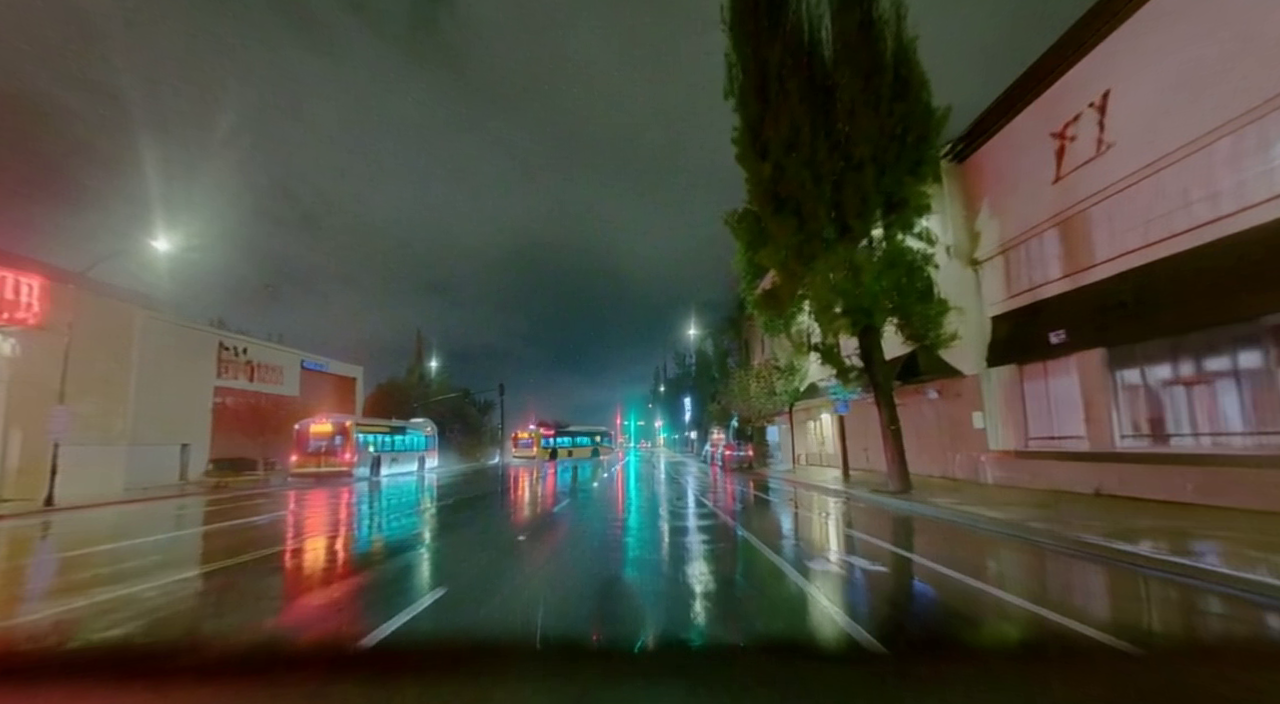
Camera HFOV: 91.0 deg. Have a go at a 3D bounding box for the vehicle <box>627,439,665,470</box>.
[{"bbox_3d":[0.310,6.131,37.866,2.089,1.699,4.650,1,-9,-1],"label":"vehicle"}]

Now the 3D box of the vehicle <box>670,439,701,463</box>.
[{"bbox_3d":[3.337,7.421,47.075,2.222,1.688,3.952,0,-9,3],"label":"vehicle"}]

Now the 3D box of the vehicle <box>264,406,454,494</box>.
[{"bbox_3d":[-12.628,4.682,30.420,3.356,3.365,12.460,0,-9,1],"label":"vehicle"}]

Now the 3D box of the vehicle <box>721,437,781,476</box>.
[{"bbox_3d":[5.162,4.944,29.964,2.014,1.681,4.332,0,-9,-1],"label":"vehicle"}]
